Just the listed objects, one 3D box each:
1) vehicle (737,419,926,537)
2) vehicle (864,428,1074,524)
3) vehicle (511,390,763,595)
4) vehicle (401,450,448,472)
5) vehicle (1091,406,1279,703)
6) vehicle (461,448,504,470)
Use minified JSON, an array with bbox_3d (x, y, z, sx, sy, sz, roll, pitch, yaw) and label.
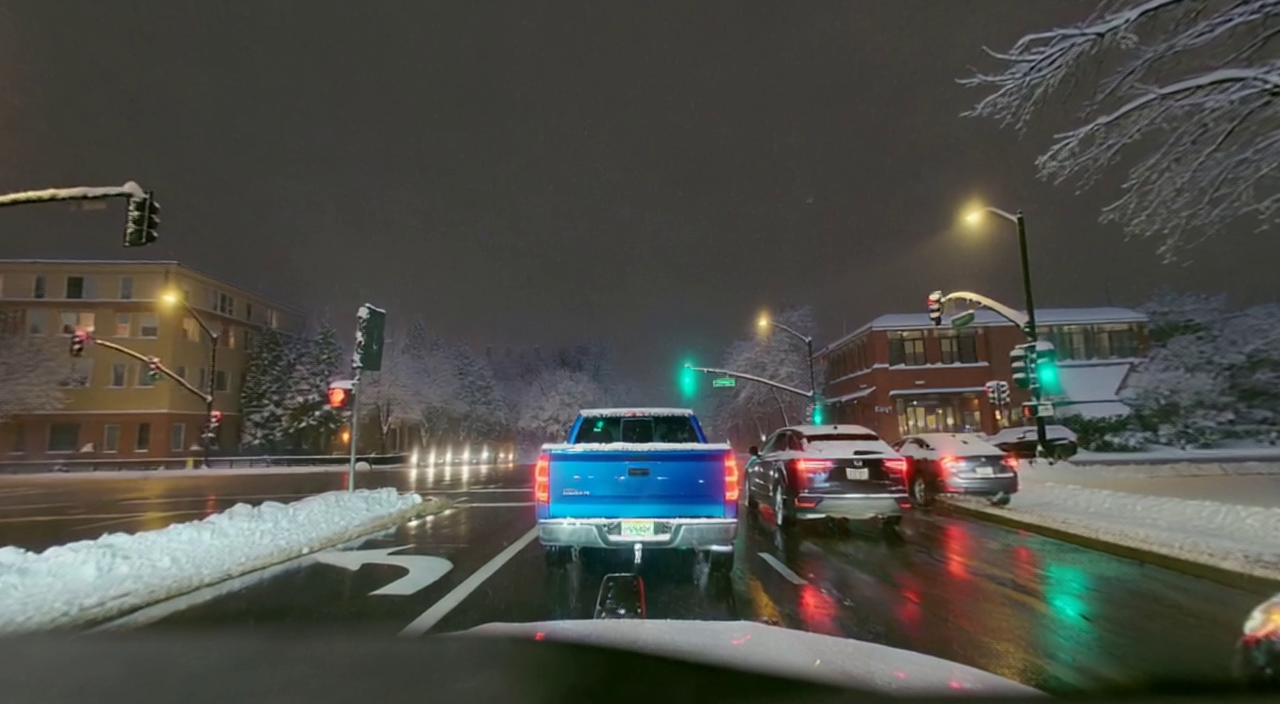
[{"bbox_3d":[3.234,2.225,11.787,2.013,1.742,4.424,0,-8,-1],"label":"vehicle"},{"bbox_3d":[6.525,2.492,13.240,2.002,1.651,4.305,0,-8,-1],"label":"vehicle"},{"bbox_3d":[-0.133,1.637,8.256,2.344,1.883,4.572,0,-8,-3],"label":"vehicle"},{"bbox_3d":[-15.810,7.959,46.513,1.915,1.491,4.347,0,-8,1],"label":"vehicle"},{"bbox_3d":[3.244,0.720,0.821,2.057,1.463,4.365,0,-8,0],"label":"vehicle"},{"bbox_3d":[-11.752,7.986,47.380,1.989,1.459,4.667,0,-8,0],"label":"vehicle"}]
